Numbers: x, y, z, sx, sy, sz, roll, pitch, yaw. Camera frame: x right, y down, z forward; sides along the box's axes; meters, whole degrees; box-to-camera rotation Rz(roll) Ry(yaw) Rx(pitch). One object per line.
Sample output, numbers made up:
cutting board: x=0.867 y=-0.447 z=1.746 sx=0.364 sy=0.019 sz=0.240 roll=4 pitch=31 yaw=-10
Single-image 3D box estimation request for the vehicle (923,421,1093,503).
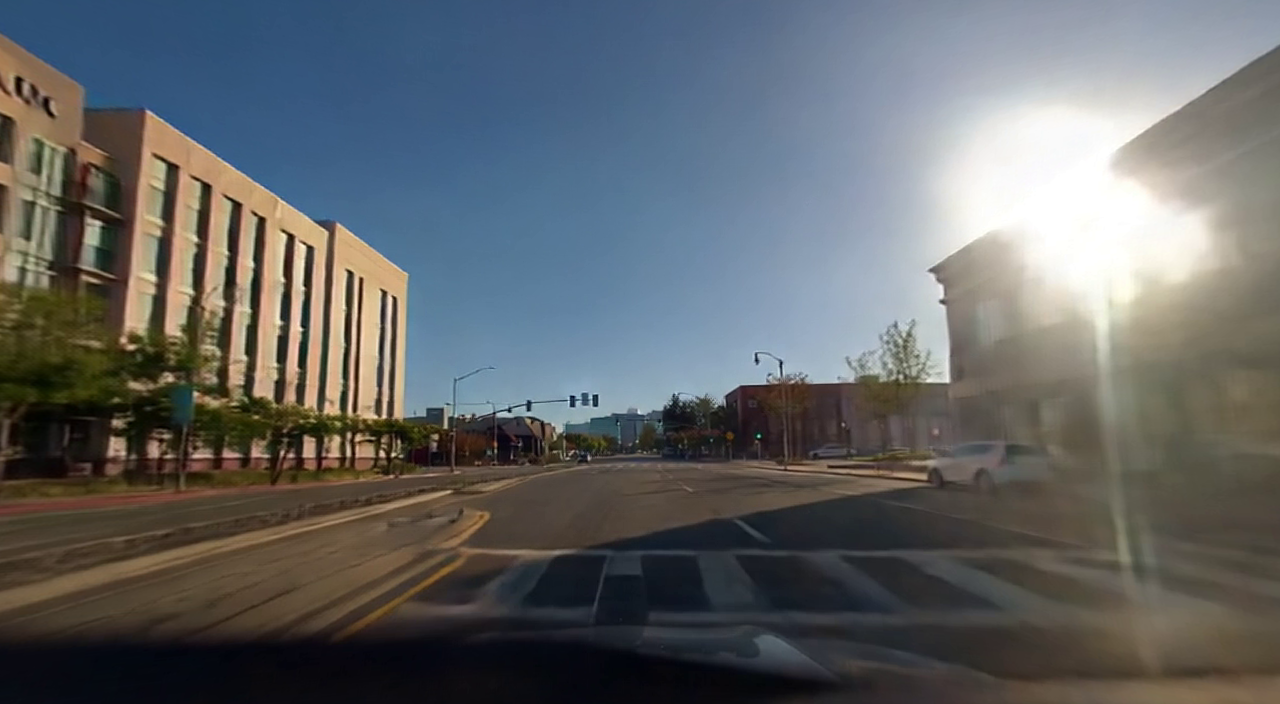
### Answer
vehicle: x=10.039 y=3.052 z=17.800 sx=2.101 sy=1.957 sz=4.718 roll=0 pitch=-9 yaw=3
